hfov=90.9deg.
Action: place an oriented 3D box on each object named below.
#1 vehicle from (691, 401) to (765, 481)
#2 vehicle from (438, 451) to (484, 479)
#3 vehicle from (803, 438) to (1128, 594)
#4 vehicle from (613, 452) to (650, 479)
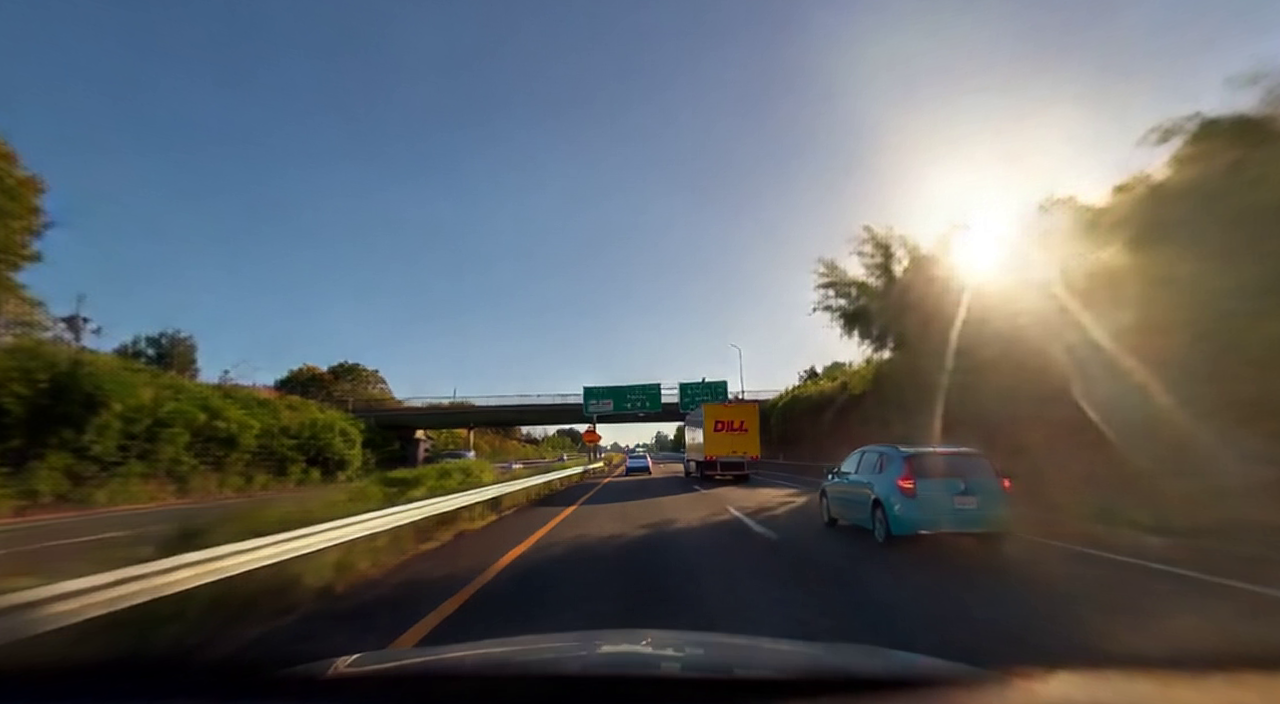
[{"bbox_3d":[4.729,5.075,35.740,2.838,3.985,8.010,0,-9,-1],"label":"vehicle"},{"bbox_3d":[-13.677,8.629,48.506,2.061,1.979,4.742,-1,-9,1],"label":"vehicle"},{"bbox_3d":[3.651,1.893,8.136,1.894,1.452,4.164,0,-9,-1],"label":"vehicle"},{"bbox_3d":[-0.455,6.665,37.155,2.055,1.445,3.661,0,-9,0],"label":"vehicle"}]
